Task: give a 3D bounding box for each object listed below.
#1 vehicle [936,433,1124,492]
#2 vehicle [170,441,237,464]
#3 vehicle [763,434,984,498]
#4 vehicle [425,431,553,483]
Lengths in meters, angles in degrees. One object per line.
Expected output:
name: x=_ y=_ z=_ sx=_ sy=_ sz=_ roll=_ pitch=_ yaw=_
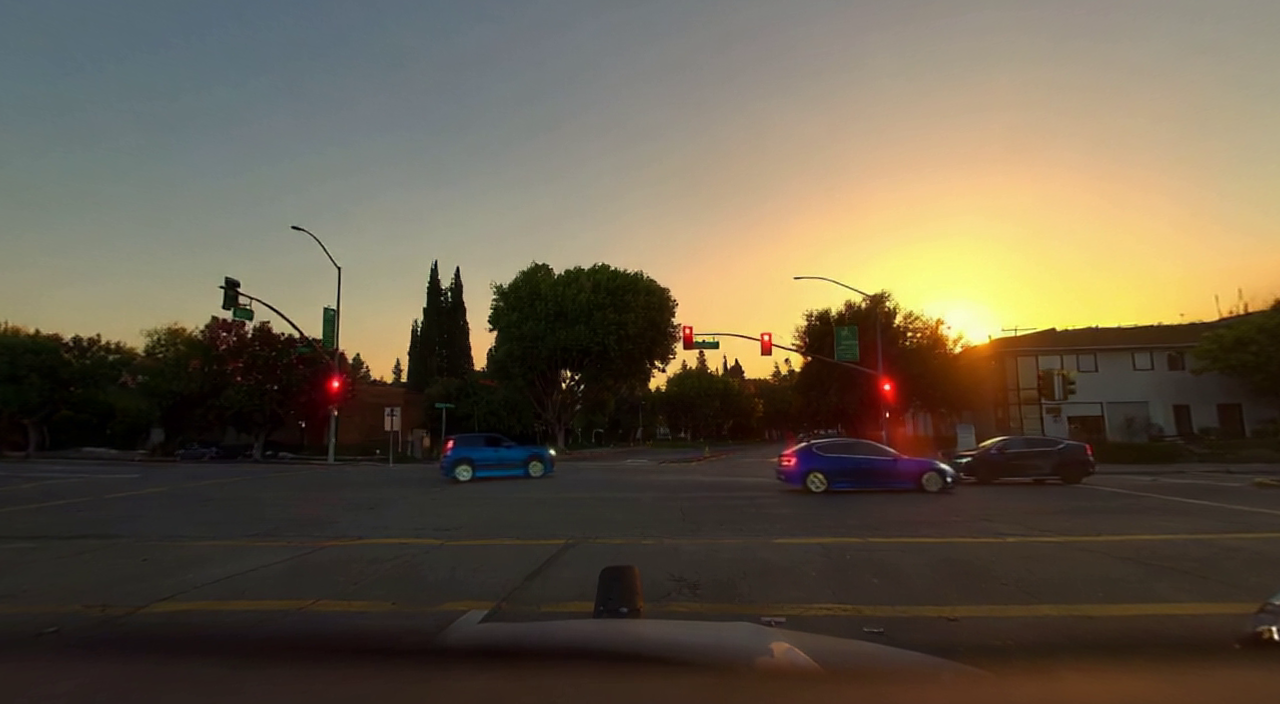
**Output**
vehicle: x=12.416 y=3.539 z=20.277 sx=4.580 sy=1.768 sz=2.134 roll=0 pitch=-8 yaw=1
vehicle: x=-29.118 y=6.702 z=42.041 sx=1.696 sy=1.431 sz=3.686 roll=0 pitch=-8 yaw=3
vehicle: x=5.964 y=2.958 z=16.524 sx=5.000 sy=1.559 sz=1.960 roll=0 pitch=-8 yaw=0
vehicle: x=-5.675 y=3.903 z=23.595 sx=4.346 sy=1.753 sz=1.994 roll=3 pitch=-9 yaw=-23
